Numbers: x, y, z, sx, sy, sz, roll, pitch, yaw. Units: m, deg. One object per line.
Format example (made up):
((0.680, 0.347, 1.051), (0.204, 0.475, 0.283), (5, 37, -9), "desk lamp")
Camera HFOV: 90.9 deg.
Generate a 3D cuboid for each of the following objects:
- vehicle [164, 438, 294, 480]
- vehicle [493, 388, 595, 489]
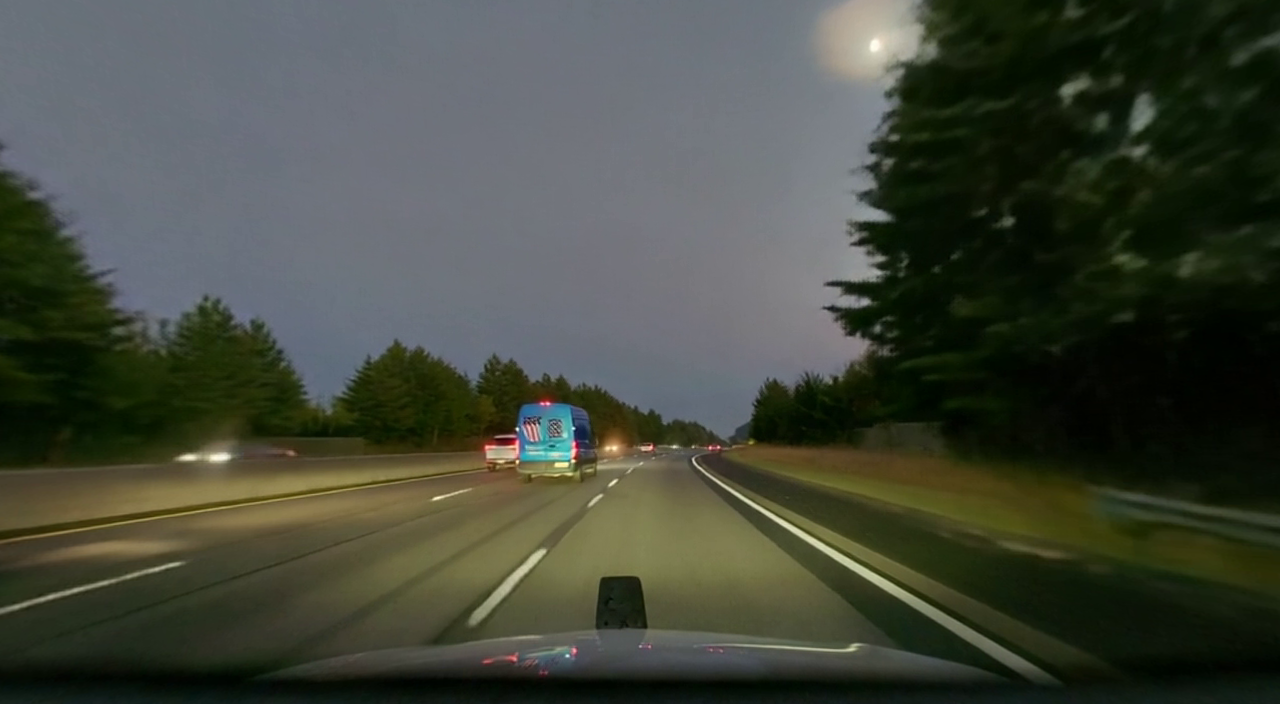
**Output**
((-16.589, 4.334, 25.852), (1.959, 1.547, 4.772), (0, -8, 2), "vehicle")
((-2.952, 2.889, 20.991), (2.319, 2.883, 5.632), (0, -8, 2), "vehicle")
